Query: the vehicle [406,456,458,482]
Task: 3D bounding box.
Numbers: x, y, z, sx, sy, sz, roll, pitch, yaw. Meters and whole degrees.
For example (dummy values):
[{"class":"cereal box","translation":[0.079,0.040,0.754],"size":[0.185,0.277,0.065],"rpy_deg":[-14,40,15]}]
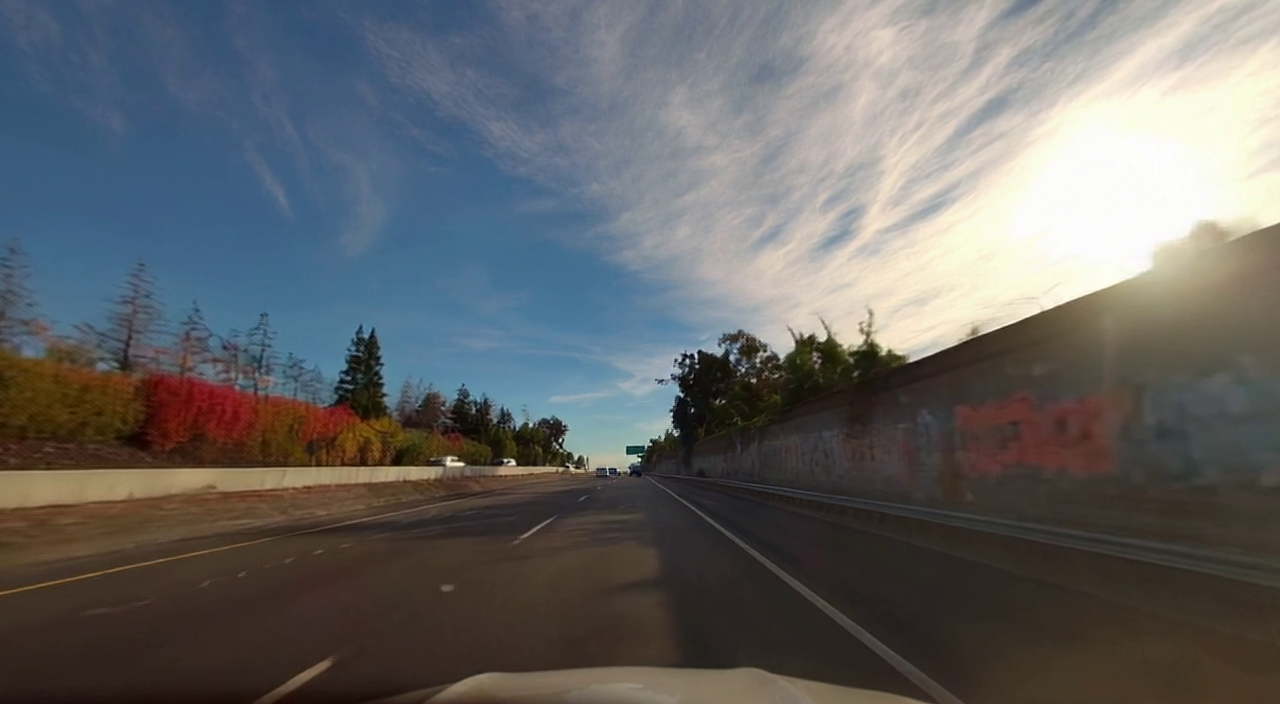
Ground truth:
[{"class":"vehicle","translation":[-13.279,7.514,40.466],"size":[1.929,1.496,4.012],"rpy_deg":[1,-11,1]}]
